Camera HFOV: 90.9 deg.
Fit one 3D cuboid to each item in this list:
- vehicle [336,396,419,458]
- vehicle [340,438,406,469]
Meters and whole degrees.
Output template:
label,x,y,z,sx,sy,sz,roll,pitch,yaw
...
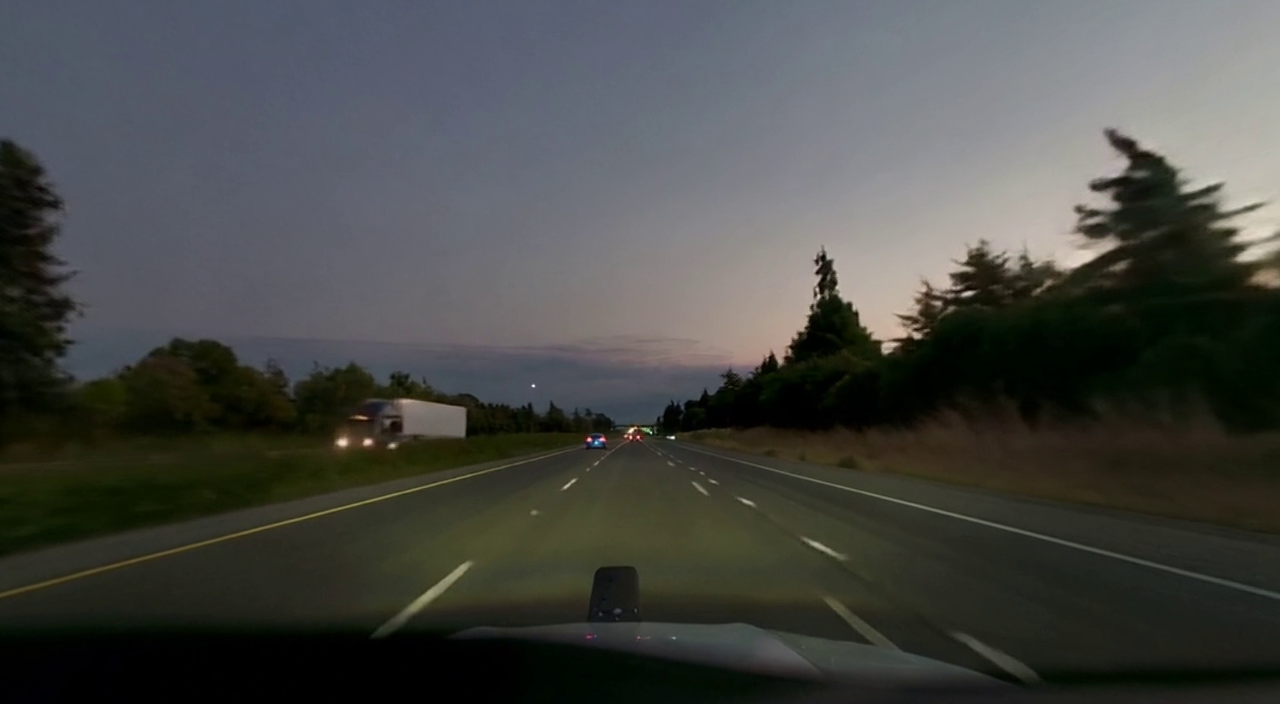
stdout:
label,x,y,z,sx,sy,sz,roll,pitch,yaw
vehicle,-17.338,5.033,42.105,2.930,3.853,5.885,0,-8,-1
vehicle,-12.313,4.675,29.217,1.669,1.358,3.302,0,-8,-2
